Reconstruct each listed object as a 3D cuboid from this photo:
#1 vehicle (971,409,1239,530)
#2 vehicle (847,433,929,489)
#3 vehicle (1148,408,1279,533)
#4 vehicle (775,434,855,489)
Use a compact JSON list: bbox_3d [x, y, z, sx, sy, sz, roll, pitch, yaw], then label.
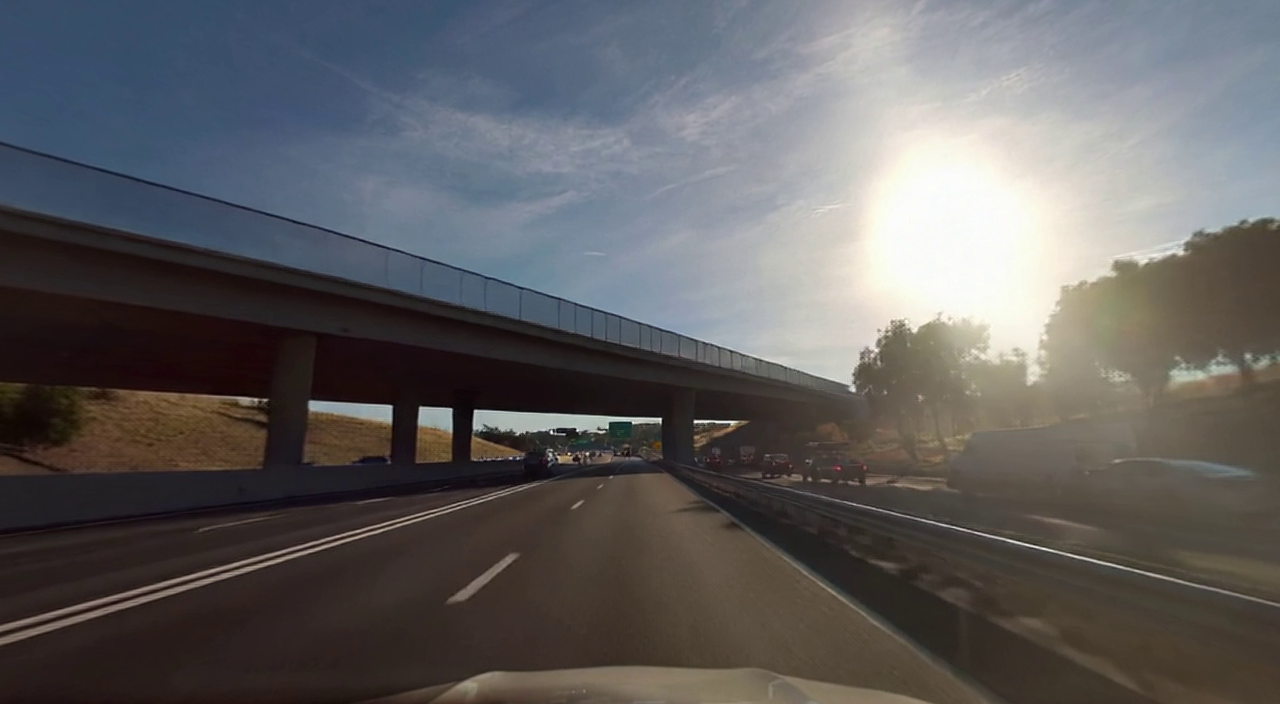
[{"bbox_3d":[15.897,4.115,22.907,2.635,3.459,9.104,0,-9,-1],"label":"vehicle"},{"bbox_3d":[18.312,8.056,47.222,2.698,3.744,8.974,0,-9,2],"label":"vehicle"},{"bbox_3d":[18.673,3.439,18.506,2.594,3.362,5.549,0,-9,-1],"label":"vehicle"},{"bbox_3d":[12.792,8.102,47.195,2.941,3.578,10.624,0,-9,0],"label":"vehicle"}]
